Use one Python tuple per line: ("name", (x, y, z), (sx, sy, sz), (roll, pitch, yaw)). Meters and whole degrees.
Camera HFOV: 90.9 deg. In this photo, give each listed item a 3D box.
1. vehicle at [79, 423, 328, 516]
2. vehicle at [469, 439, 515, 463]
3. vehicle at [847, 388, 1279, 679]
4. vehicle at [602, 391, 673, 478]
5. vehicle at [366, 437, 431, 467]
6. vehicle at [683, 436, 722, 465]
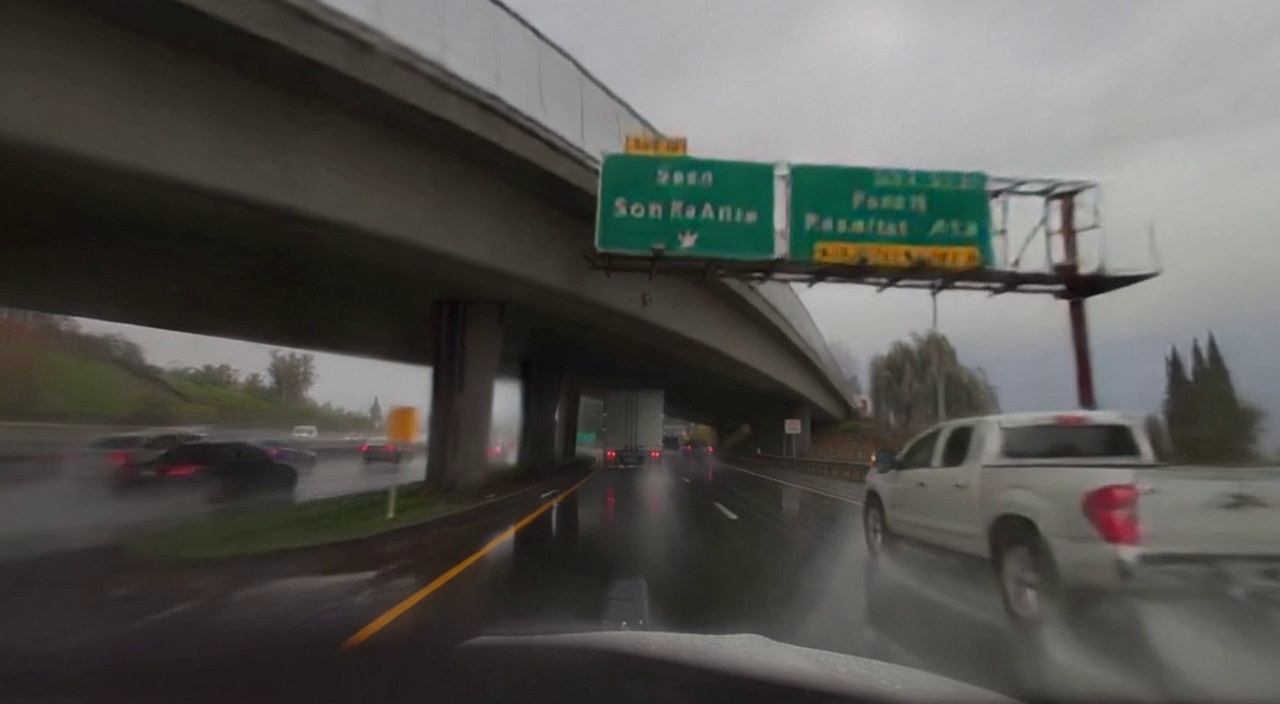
("vehicle", (-8.510, 2.327, 12.971), (2.006, 1.562, 4.475), (0, -9, -2))
("vehicle", (-9.890, 6.662, 42.508), (2.057, 1.506, 4.829), (0, -9, -2))
("vehicle", (4.074, 1.458, 6.372), (2.189, 1.709, 5.131), (0, -9, 0))
("vehicle", (-0.179, 4.242, 31.573), (2.916, 3.584, 10.841), (0, -9, -1))
("vehicle", (-13.060, 5.415, 34.391), (1.906, 1.510, 4.303), (0, -9, -2))
("vehicle", (4.440, 7.139, 45.704), (2.174, 1.968, 5.016), (0, -9, -1))
